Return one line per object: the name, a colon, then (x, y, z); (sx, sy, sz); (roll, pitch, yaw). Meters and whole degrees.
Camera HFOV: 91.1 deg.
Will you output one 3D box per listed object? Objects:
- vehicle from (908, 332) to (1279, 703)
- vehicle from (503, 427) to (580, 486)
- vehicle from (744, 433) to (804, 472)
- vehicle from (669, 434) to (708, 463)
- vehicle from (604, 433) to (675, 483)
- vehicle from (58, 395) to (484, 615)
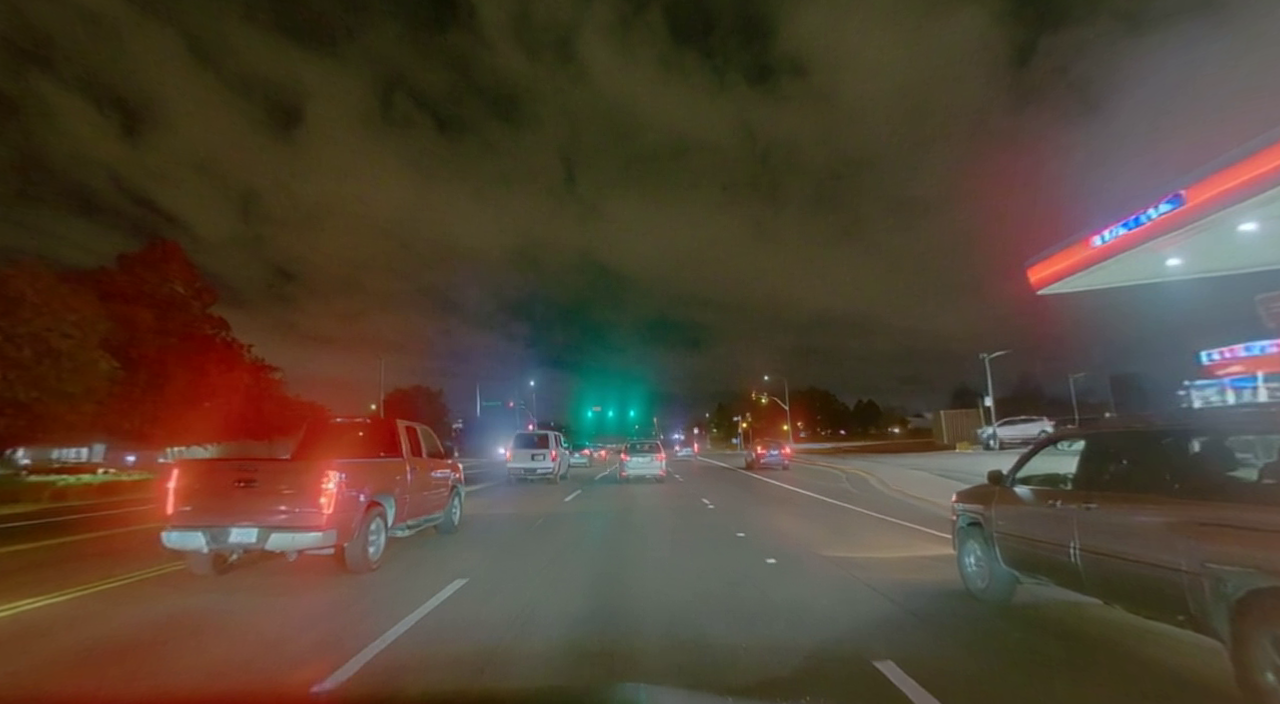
vehicle: (3.599, 0.988, 3.597); (2.055, 1.786, 4.817); (0, -8, 1)
vehicle: (-3.547, 3.876, 23.606); (2.025, 1.936, 4.995); (0, -8, 1)
vehicle: (6.284, 4.749, 29.970); (2.119, 1.696, 4.623); (0, -8, 3)
vehicle: (3.209, 6.519, 42.553); (2.193, 1.795, 5.130); (0, -8, -1)
vehicle: (-0.002, 4.068, 24.396); (2.426, 1.703, 5.602); (0, -8, 0)
vehicle: (-3.599, 1.601, 7.668); (2.002, 1.747, 5.173); (0, -8, 1)
